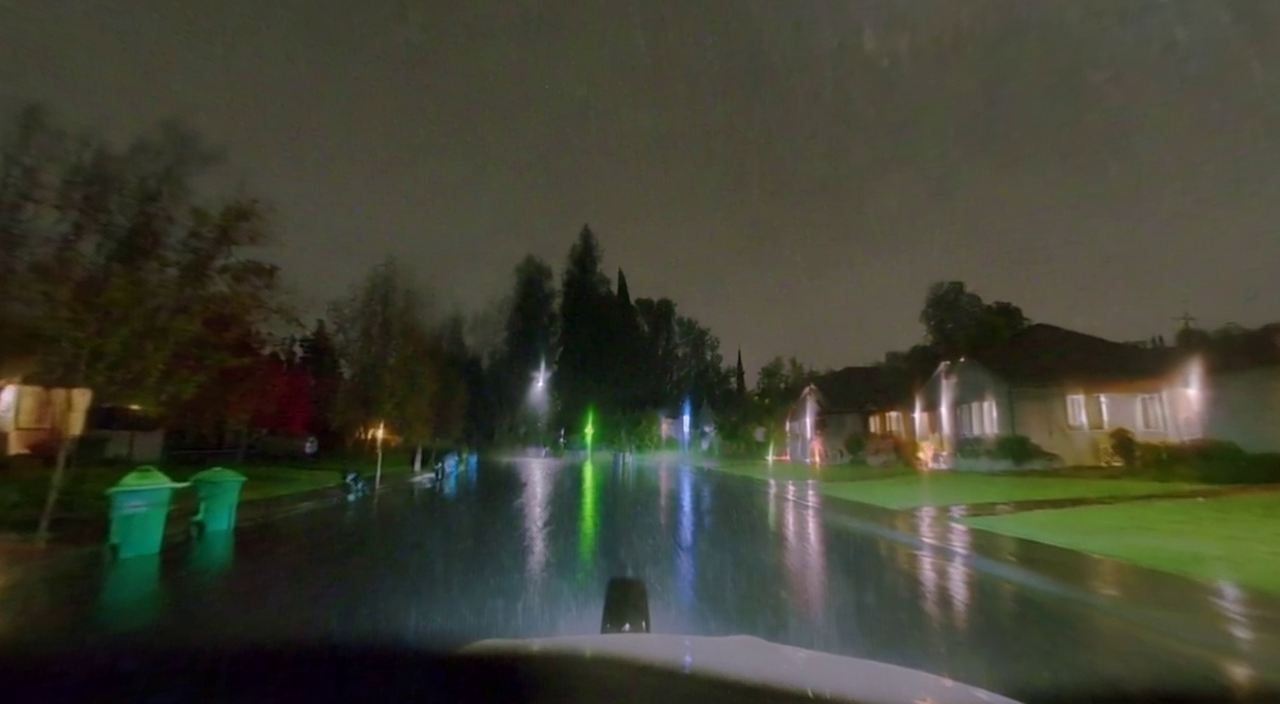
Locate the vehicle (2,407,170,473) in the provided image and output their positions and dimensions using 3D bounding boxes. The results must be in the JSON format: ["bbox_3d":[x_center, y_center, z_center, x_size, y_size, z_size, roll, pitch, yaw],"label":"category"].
[{"bbox_3d":[-18.011,2.928,20.847,2.276,1.948,4.164,2,-9,-12],"label":"vehicle"}]

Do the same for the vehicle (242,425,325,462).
[{"bbox_3d":[-20.060,5.186,35.801,2.407,1.912,5.091,1,-9,-9],"label":"vehicle"}]
